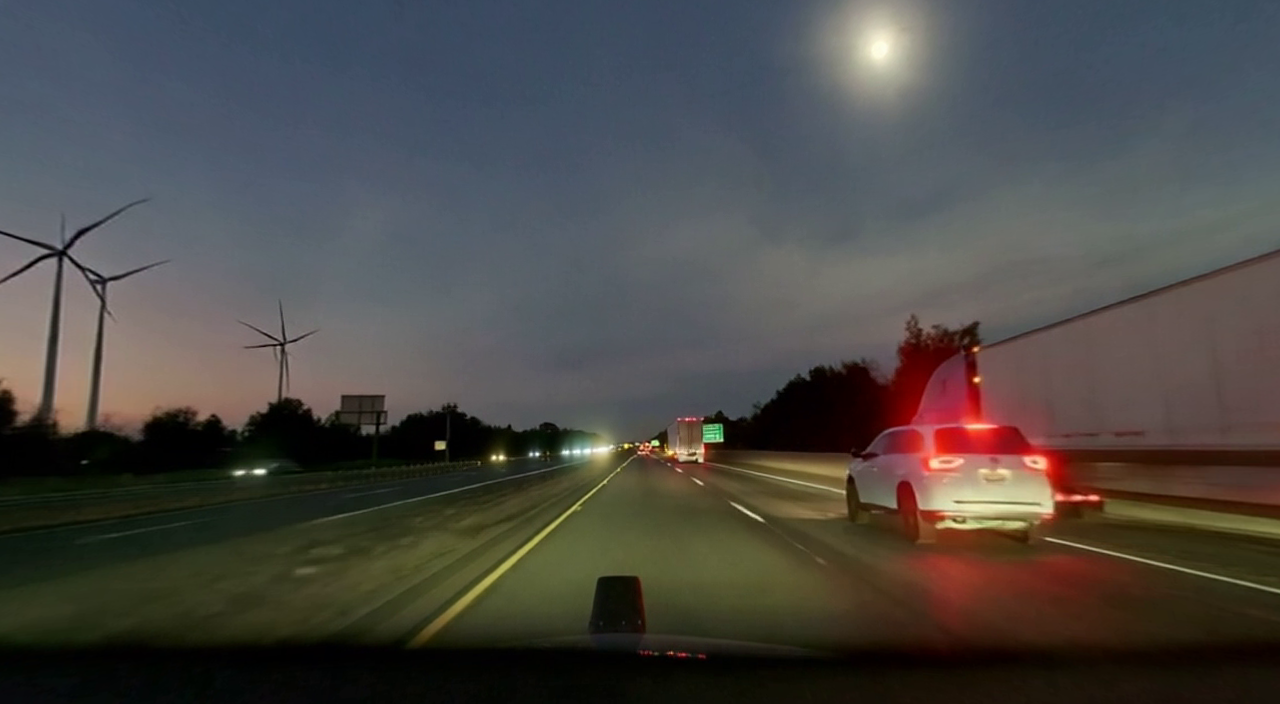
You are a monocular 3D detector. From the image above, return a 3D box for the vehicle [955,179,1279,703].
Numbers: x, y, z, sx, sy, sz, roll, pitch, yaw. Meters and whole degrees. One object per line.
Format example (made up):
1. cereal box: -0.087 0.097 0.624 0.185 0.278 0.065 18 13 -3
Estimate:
1. vehicle: 4.490 0.515 3.426 2.609 2.648 5.397 0 -9 -1
